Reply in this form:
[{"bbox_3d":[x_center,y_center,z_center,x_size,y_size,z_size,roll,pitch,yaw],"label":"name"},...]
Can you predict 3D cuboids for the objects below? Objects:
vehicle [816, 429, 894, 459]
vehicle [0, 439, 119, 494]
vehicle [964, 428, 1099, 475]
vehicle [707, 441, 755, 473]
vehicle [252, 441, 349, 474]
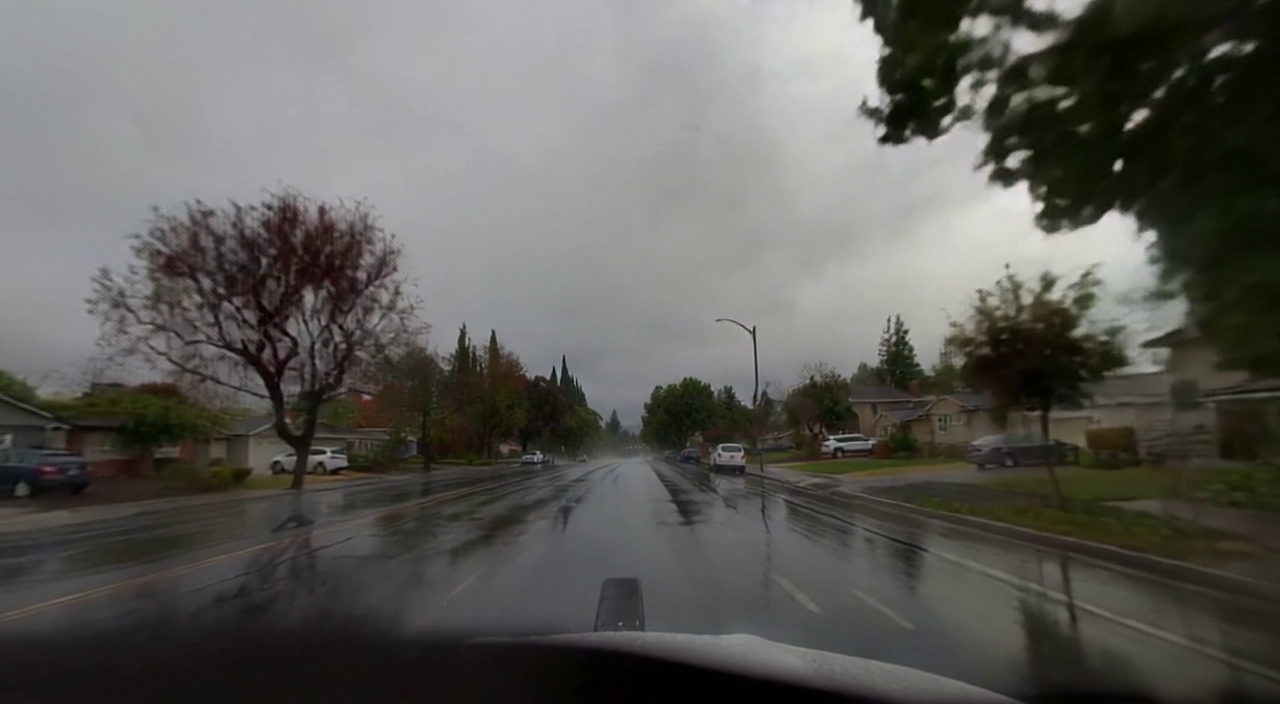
[{"bbox_3d":[15.836,6.780,46.672,4.921,2.117,2.249,-1,-9,2],"label":"vehicle"},{"bbox_3d":[-21.920,4.009,22.342,4.889,1.822,2.159,0,-9,-3],"label":"vehicle"},{"bbox_3d":[15.417,3.949,25.089,4.010,1.751,1.922,-1,-9,3],"label":"vehicle"},{"bbox_3d":[5.109,5.963,35.958,2.001,1.693,4.311,0,-9,-1],"label":"vehicle"},{"bbox_3d":[-20.374,6.368,38.064,4.564,1.895,2.221,-1,-9,6],"label":"vehicle"}]
